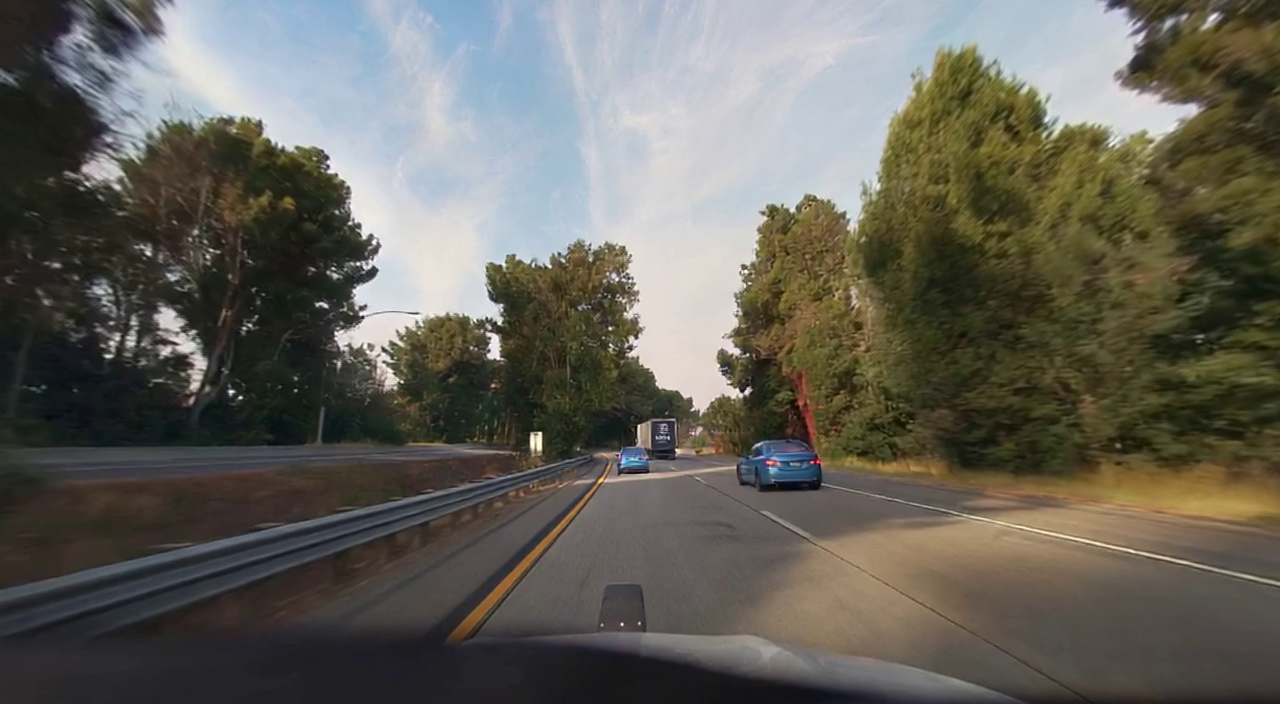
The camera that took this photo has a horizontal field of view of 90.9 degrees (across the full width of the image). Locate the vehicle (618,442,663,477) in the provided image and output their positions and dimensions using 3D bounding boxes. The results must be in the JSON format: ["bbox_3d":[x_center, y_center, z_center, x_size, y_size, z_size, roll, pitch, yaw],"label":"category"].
[{"bbox_3d":[-0.035,4.825,28.387,1.913,1.460,3.610,0,-9,-1],"label":"vehicle"}]

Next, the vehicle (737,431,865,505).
[{"bbox_3d":[3.906,2.918,16.249,1.977,1.599,4.605,0,-9,-1],"label":"vehicle"}]
